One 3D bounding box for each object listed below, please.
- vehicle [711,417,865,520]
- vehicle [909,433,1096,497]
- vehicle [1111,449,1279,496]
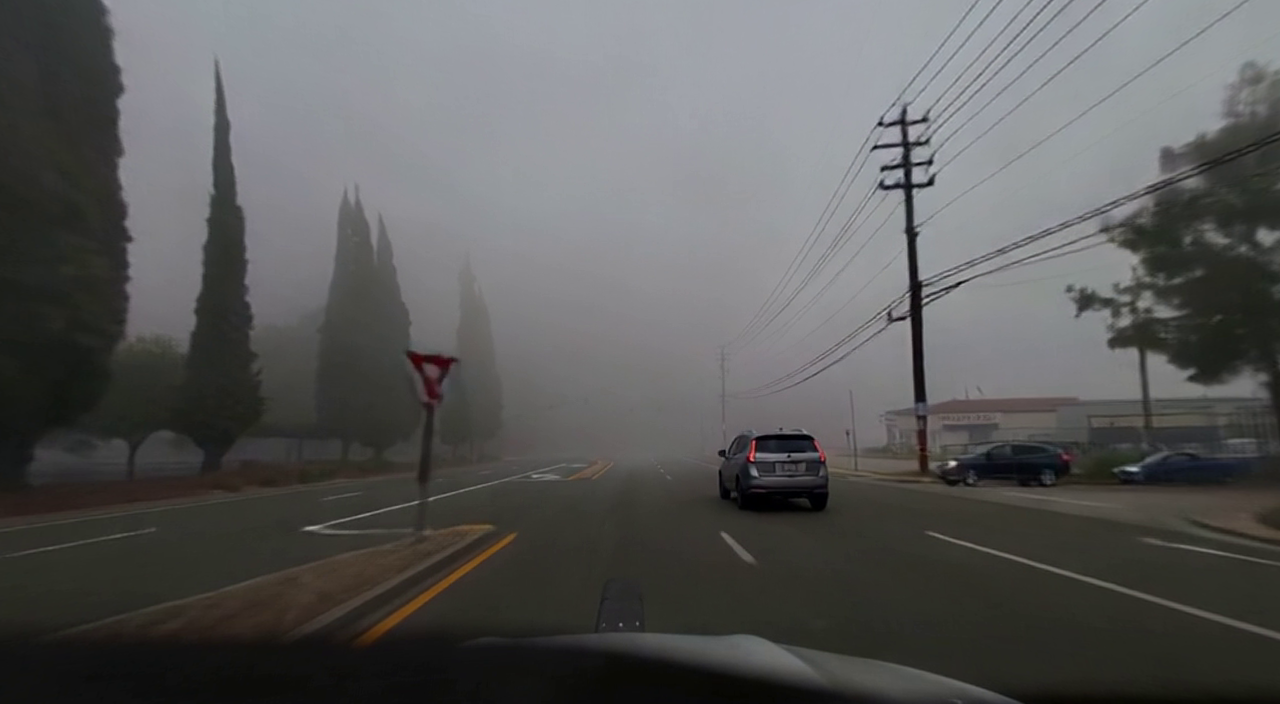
[{"bbox_3d":[2.915,2.428,13.679,2.060,1.820,4.713,0,-9,-1],"label":"vehicle"},{"bbox_3d":[11.738,3.673,20.730,4.801,1.802,2.022,-2,-9,-2],"label":"vehicle"},{"bbox_3d":[18.579,3.963,20.995,4.208,1.434,2.021,0,-9,0],"label":"vehicle"}]
